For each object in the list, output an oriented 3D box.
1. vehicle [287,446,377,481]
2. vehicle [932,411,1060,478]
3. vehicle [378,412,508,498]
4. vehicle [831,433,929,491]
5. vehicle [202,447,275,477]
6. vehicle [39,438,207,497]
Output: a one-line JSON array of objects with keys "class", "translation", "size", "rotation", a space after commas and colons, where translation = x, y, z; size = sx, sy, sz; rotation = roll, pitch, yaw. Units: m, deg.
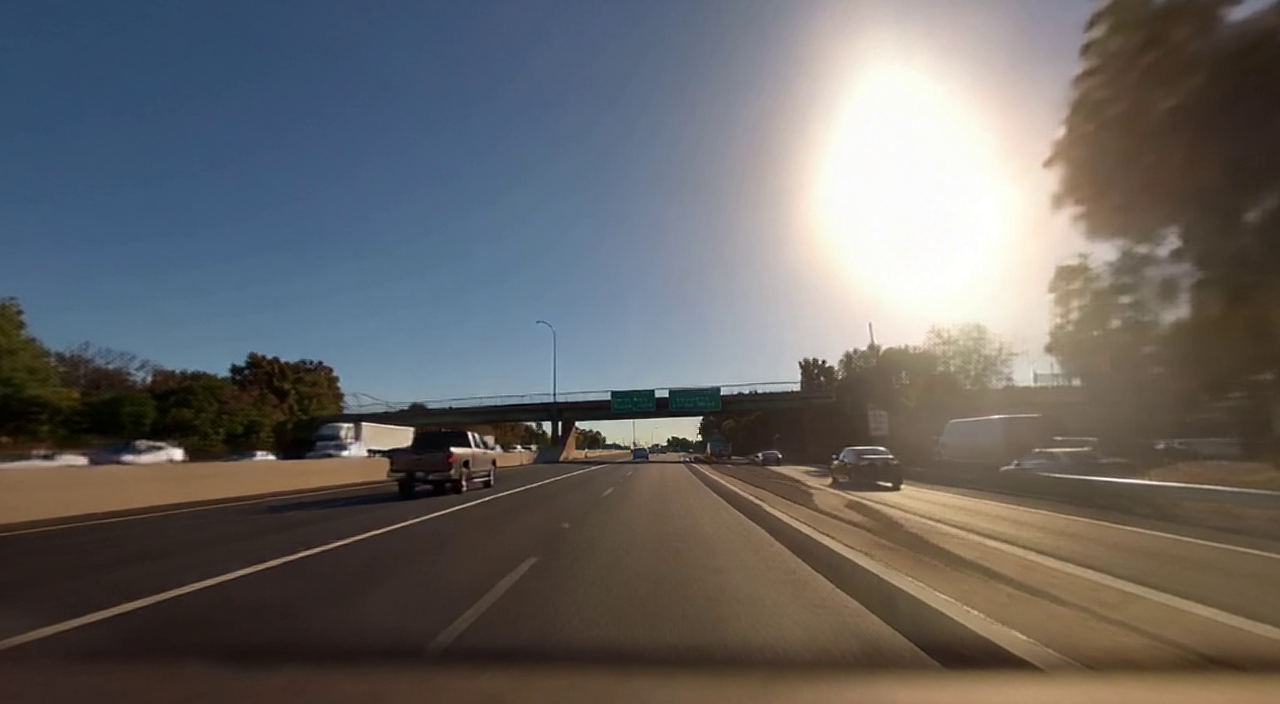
[{"class": "vehicle", "translation": [-15.347, 5.562, 31.773], "size": [2.049, 1.564, 4.596], "rotation": [0, -8, 3]}, {"class": "vehicle", "translation": [20.947, 5.552, 37.905], "size": [3.022, 3.547, 8.645], "rotation": [-1, -8, 4]}, {"class": "vehicle", "translation": [-6.065, 3.246, 20.278], "size": [2.264, 2.379, 5.248], "rotation": [0, -8, 2]}, {"class": "vehicle", "translation": [8.746, 4.022, 23.470], "size": [2.146, 1.929, 4.388], "rotation": [-1, -8, 4]}, {"class": "vehicle", "translation": [-28.174, 7.701, 44.487], "size": [1.979, 1.986, 4.959], "rotation": [0, -8, -1]}, {"class": "vehicle", "translation": [-19.700, 4.381, 24.449], "size": [2.131, 2.035, 4.986], "rotation": [0, -8, 2]}]
